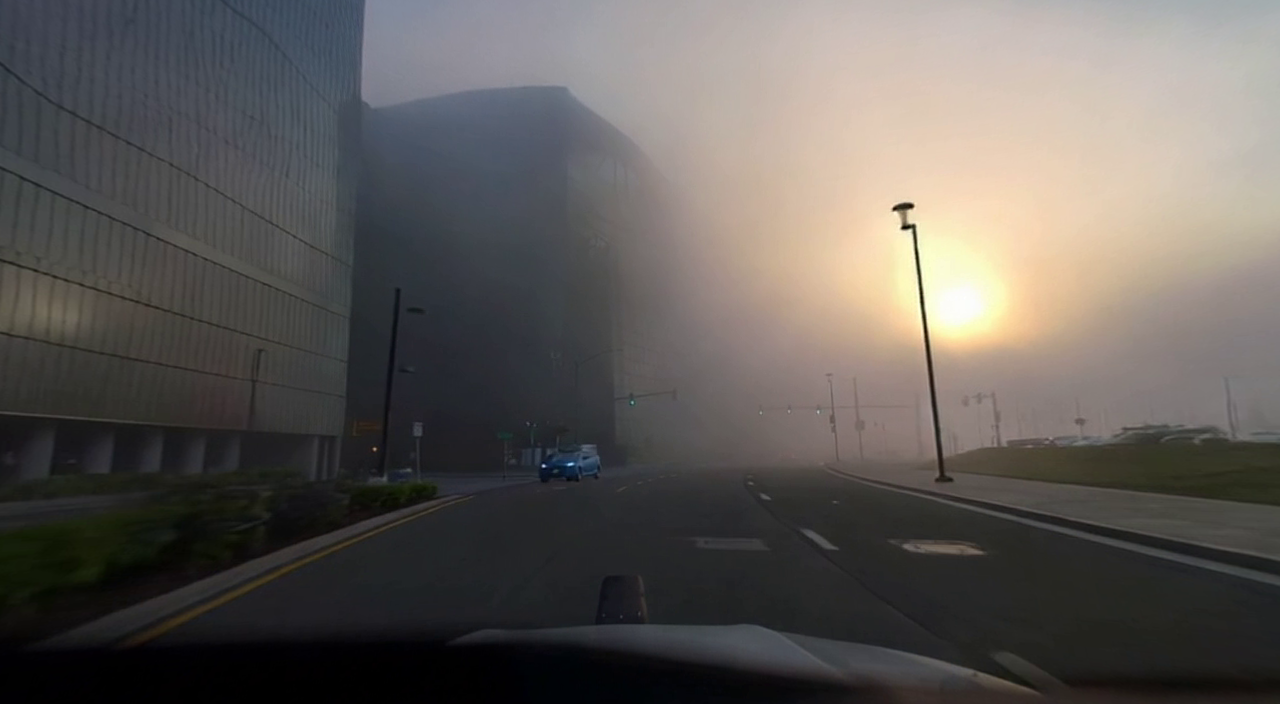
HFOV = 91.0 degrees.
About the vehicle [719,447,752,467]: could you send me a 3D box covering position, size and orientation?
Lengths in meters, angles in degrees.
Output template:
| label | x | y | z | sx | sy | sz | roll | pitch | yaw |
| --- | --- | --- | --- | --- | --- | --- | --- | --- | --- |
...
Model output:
| label | x | y | z | sx | sy | sz | roll | pitch | yaw |
| --- | --- | --- | --- | --- | --- | --- | --- | --- | --- |
| vehicle | 7.536 | 8.236 | 49.440 | 2.127 | 1.497 | 4.020 | -2 | -9 | 14 |
